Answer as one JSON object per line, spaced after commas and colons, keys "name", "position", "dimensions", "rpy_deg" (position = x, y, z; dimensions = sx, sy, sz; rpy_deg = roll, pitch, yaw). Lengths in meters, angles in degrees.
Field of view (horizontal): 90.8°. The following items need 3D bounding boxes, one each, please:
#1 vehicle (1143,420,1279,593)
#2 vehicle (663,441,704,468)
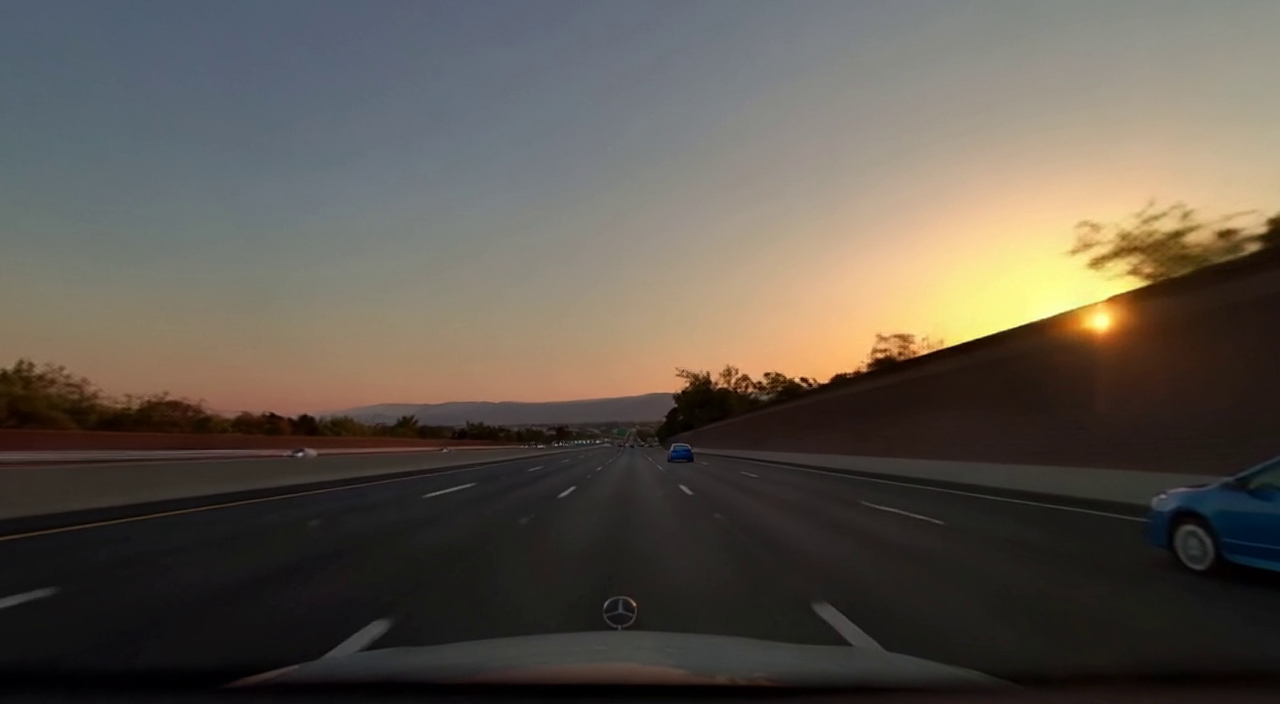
{"name": "vehicle", "position": [6.824, 1.221, 4.572], "dimensions": [2.227, 1.522, 5.041], "rpy_deg": [0, -8, 0]}
{"name": "vehicle", "position": [2.701, 6.483, 40.212], "dimensions": [2.270, 1.615, 3.770], "rpy_deg": [0, -8, -2]}
